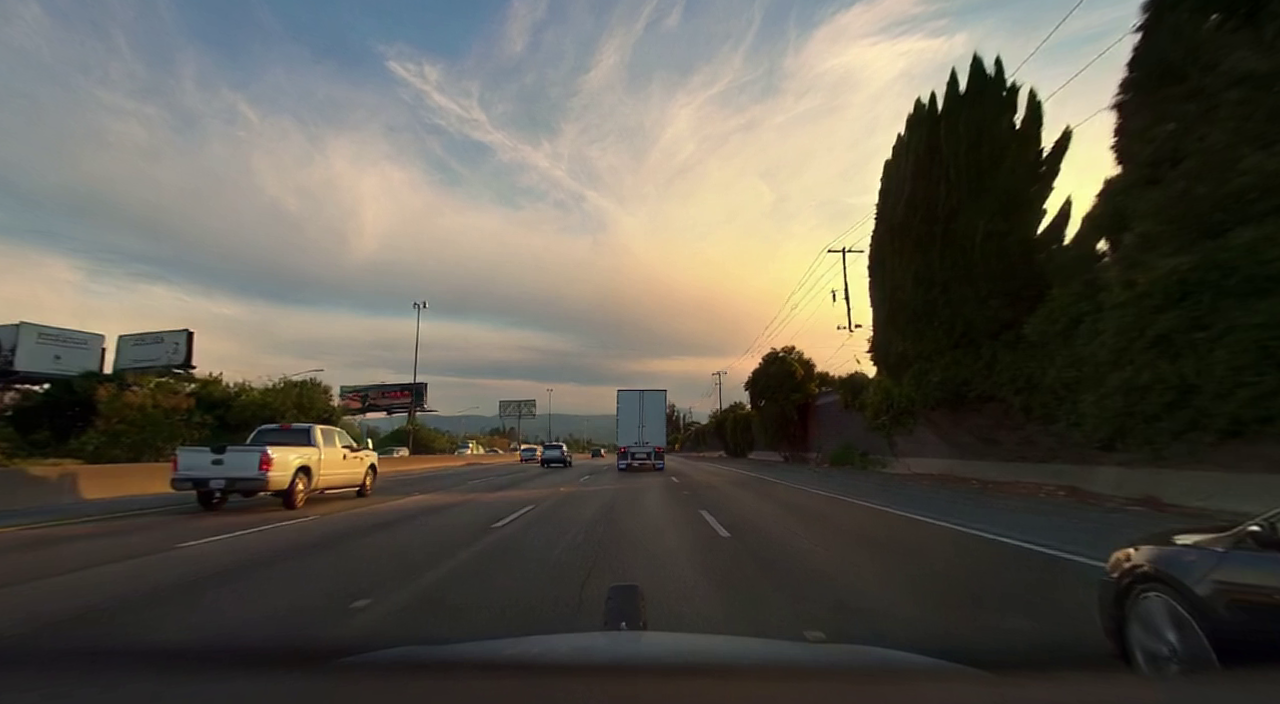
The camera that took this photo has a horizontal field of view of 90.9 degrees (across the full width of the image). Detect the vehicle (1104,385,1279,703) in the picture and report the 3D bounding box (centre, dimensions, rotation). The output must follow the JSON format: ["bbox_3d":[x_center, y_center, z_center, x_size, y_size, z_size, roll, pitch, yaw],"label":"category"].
[{"bbox_3d":[3.452,0.637,0.634,2.118,1.525,5.138,0,-8,1],"label":"vehicle"}]

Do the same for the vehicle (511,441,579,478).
[{"bbox_3d":[-4.046,4.680,27.779,2.138,1.469,4.677,0,-8,2],"label":"vehicle"}]

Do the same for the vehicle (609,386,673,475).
[{"bbox_3d":[0.080,4.358,34.149,2.879,4.027,11.243,0,-8,0],"label":"vehicle"}]

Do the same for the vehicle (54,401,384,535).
[{"bbox_3d":[-7.297,2.105,12.099,2.263,1.936,5.802,0,-8,1],"label":"vehicle"}]
